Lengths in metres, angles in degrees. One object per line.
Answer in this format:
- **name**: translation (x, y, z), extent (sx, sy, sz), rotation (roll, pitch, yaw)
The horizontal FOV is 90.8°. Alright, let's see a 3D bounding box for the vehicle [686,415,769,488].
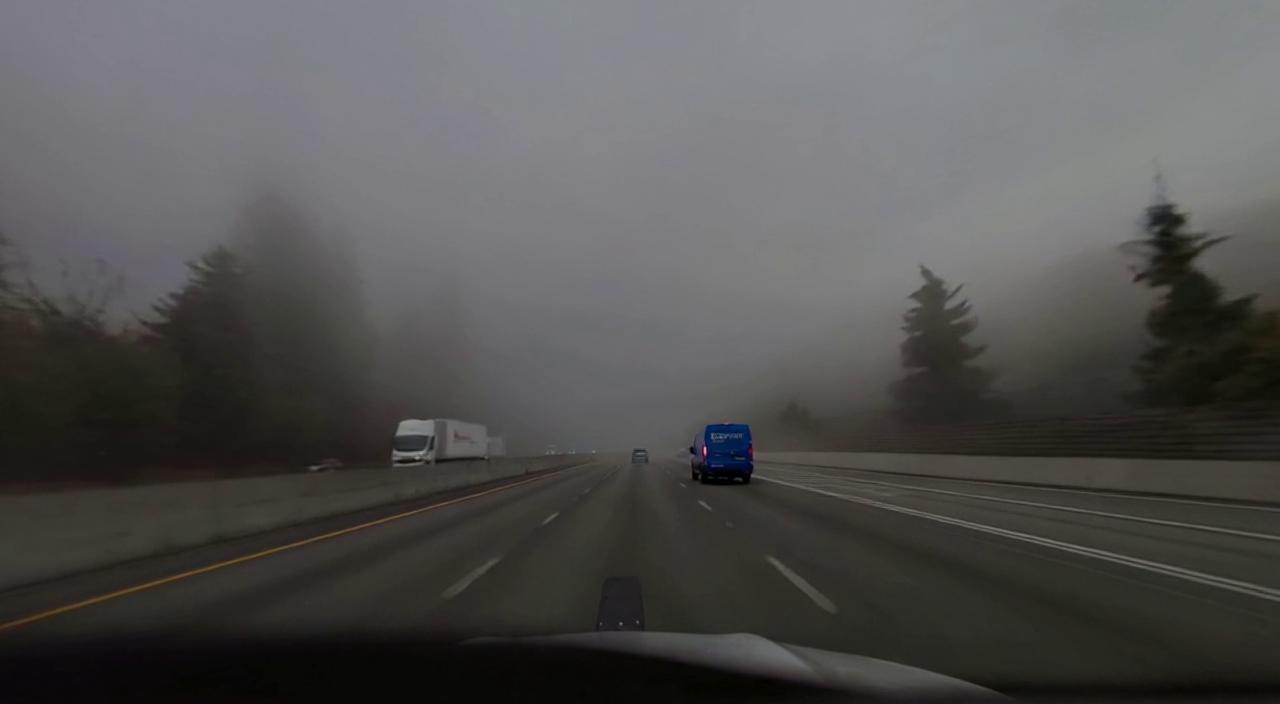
- **vehicle**: translation (3.326, 3.993, 25.422), extent (2.373, 2.561, 5.922), rotation (0, -9, -1)

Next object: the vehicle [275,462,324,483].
- **vehicle**: translation (-24.425, 8.615, 45.403), extent (1.568, 1.378, 3.479), rotation (0, -9, -1)
